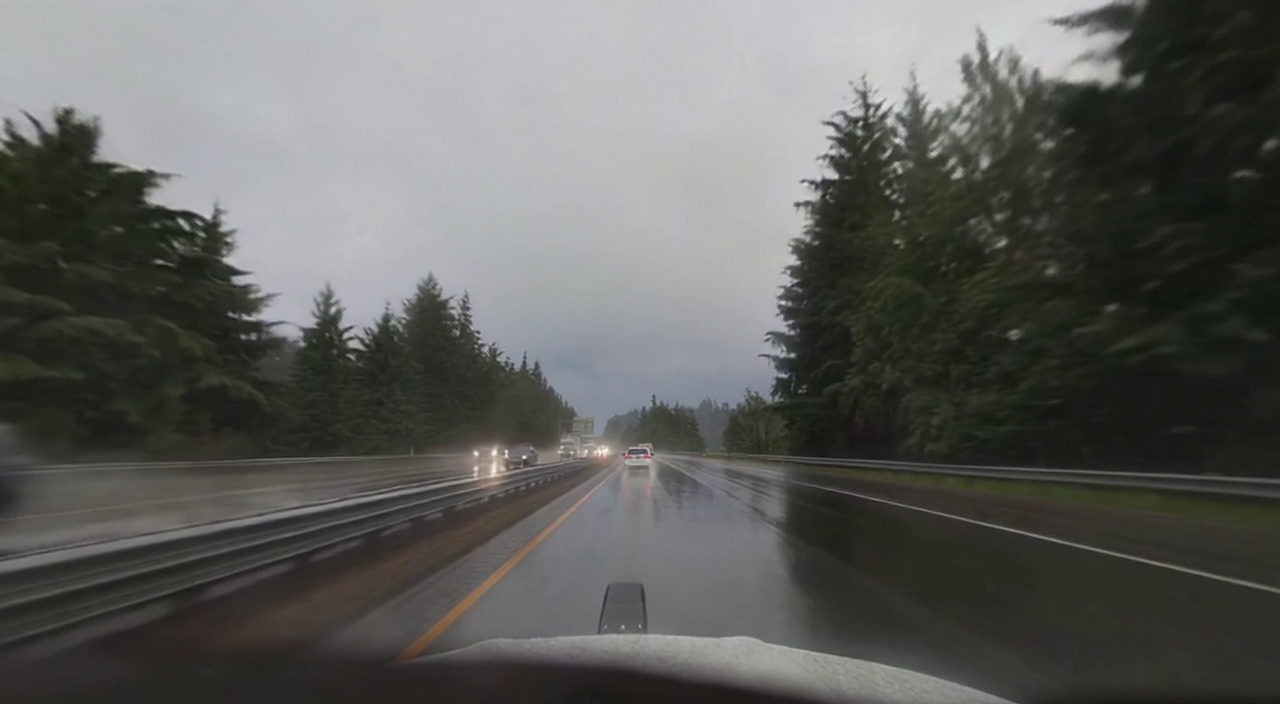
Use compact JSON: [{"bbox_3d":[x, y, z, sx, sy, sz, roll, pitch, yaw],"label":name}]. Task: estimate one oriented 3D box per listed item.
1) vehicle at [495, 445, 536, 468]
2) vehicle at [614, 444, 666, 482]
[{"bbox_3d":[-8.526,7.202,43.553,1.858,1.456,4.591,0,-9,0],"label":"vehicle"},{"bbox_3d":[-0.017,4.856,27.827,2.114,1.523,4.012,0,-9,0],"label":"vehicle"}]
